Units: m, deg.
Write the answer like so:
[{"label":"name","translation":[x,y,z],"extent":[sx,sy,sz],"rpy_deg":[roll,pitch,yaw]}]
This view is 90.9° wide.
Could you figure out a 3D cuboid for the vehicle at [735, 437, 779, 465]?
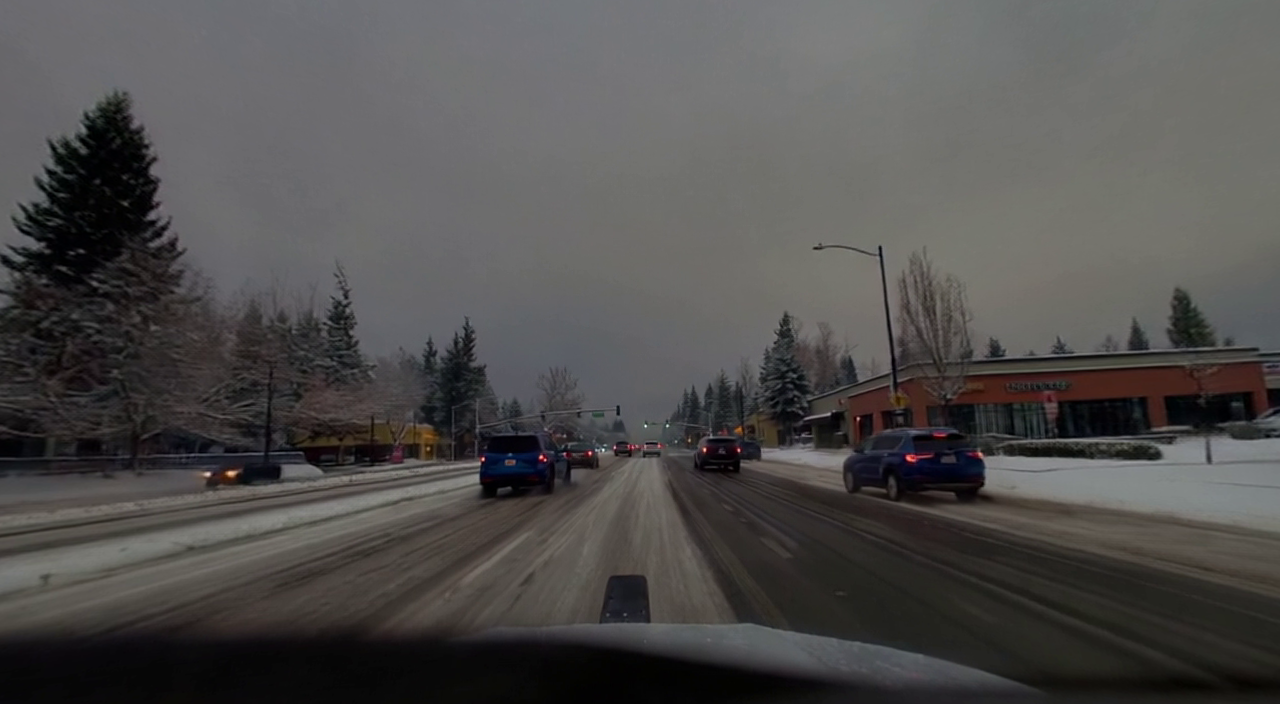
[{"label":"vehicle","translation":[7.728,6.605,42.057],"extent":[2.076,1.793,4.464],"rpy_deg":[0,-9,0]}]

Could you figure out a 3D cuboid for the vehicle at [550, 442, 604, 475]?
[{"label":"vehicle","translation":[-2.951,5.122,30.490],"extent":[2.036,1.465,4.301],"rpy_deg":[-1,-9,2]}]

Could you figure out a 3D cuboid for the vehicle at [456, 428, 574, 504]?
[{"label":"vehicle","translation":[-3.092,2.957,16.700],"extent":[2.141,1.719,4.379],"rpy_deg":[0,-9,1]}]

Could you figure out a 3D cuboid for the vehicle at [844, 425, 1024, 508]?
[{"label":"vehicle","translation":[6.707,2.671,15.086],"extent":[2.088,1.666,4.512],"rpy_deg":[0,-9,-1]}]

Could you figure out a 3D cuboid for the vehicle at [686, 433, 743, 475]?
[{"label":"vehicle","translation":[3.465,4.885,30.252],"extent":[2.178,1.804,4.766],"rpy_deg":[0,-9,0]}]

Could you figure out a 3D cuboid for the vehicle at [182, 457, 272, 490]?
[{"label":"vehicle","translation":[-23.147,6.787,35.583],"extent":[1.983,1.494,4.832],"rpy_deg":[-4,-9,-1]}]
